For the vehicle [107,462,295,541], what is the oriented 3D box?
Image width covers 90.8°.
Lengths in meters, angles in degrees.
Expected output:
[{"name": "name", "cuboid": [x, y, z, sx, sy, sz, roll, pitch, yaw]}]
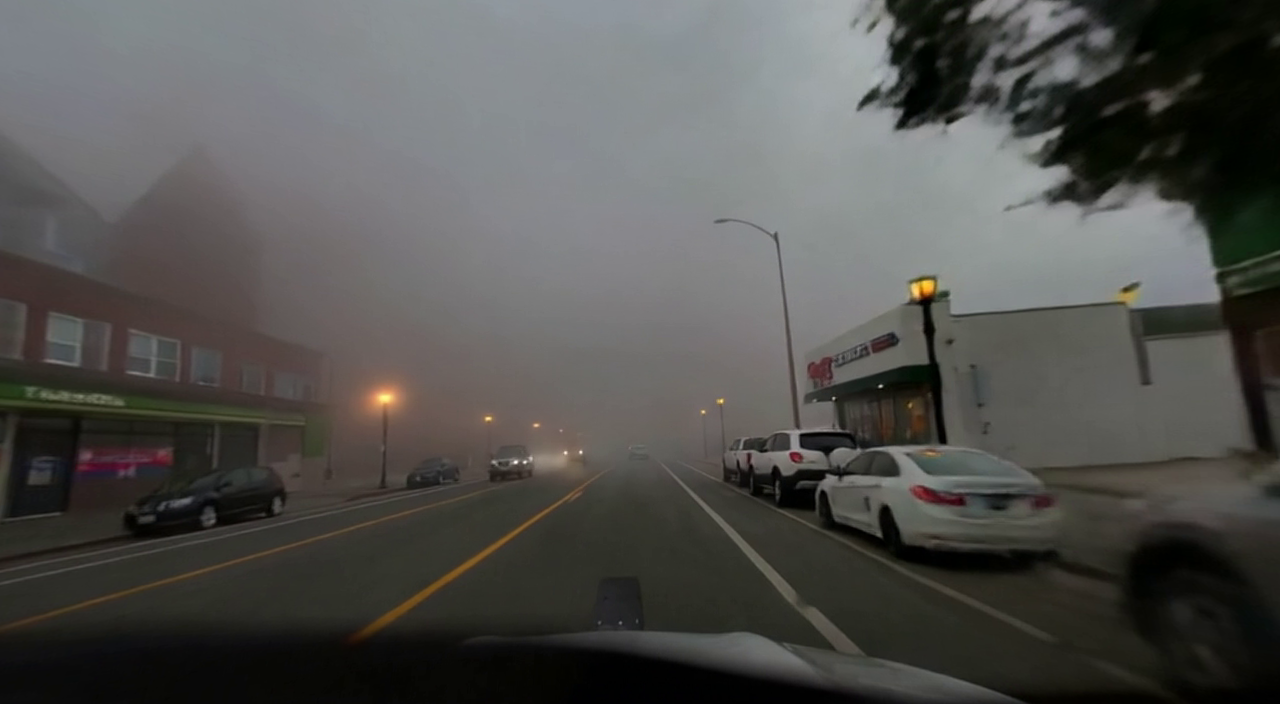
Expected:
[{"name": "vehicle", "cuboid": [-10.765, 3.634, 15.922, 1.930, 1.621, 3.853, -1, -9, 0]}]

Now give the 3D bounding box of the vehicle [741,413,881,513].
[{"name": "vehicle", "cuboid": [3.830, 2.595, 15.110, 1.976, 2.001, 4.430, 0, -9, -2]}]

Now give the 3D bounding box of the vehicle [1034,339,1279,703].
[{"name": "vehicle", "cuboid": [3.868, 0.745, 1.868, 2.132, 1.889, 5.213, -1, -9, 2]}]

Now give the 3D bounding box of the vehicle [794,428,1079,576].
[{"name": "vehicle", "cuboid": [3.887, 2.060, 9.435, 1.876, 1.468, 4.672, -5, -9, -1]}]

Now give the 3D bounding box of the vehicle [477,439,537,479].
[{"name": "vehicle", "cuboid": [-6.680, 5.433, 32.308, 2.044, 1.839, 4.512, -1, -9, 0]}]

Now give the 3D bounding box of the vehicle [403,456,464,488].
[{"name": "vehicle", "cuboid": [-10.516, 6.103, 32.482, 1.846, 1.463, 4.206, 0, -9, -1]}]
